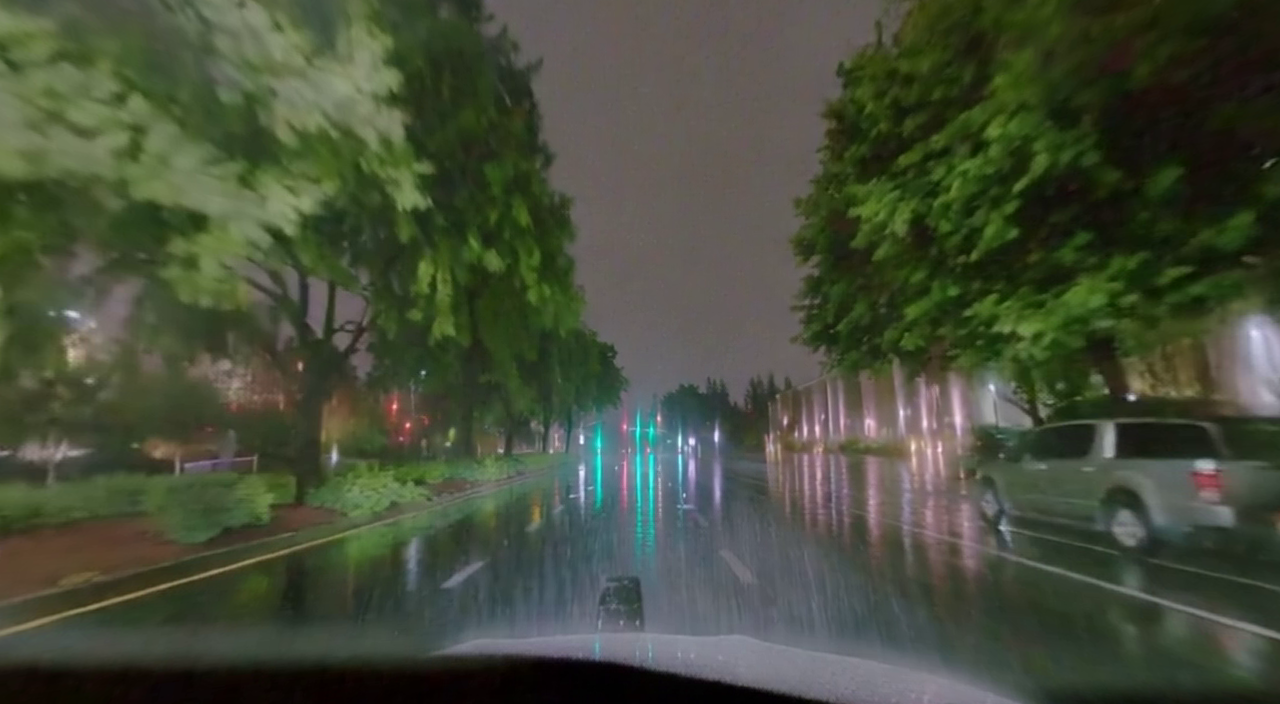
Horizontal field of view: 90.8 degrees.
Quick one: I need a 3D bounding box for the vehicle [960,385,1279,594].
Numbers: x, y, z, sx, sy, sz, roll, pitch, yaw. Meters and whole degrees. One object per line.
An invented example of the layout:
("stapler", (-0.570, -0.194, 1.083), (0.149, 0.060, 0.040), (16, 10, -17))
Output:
("vehicle", (7.149, 1.799, 9.038), (2.278, 2.069, 5.393), (0, -9, 0))
